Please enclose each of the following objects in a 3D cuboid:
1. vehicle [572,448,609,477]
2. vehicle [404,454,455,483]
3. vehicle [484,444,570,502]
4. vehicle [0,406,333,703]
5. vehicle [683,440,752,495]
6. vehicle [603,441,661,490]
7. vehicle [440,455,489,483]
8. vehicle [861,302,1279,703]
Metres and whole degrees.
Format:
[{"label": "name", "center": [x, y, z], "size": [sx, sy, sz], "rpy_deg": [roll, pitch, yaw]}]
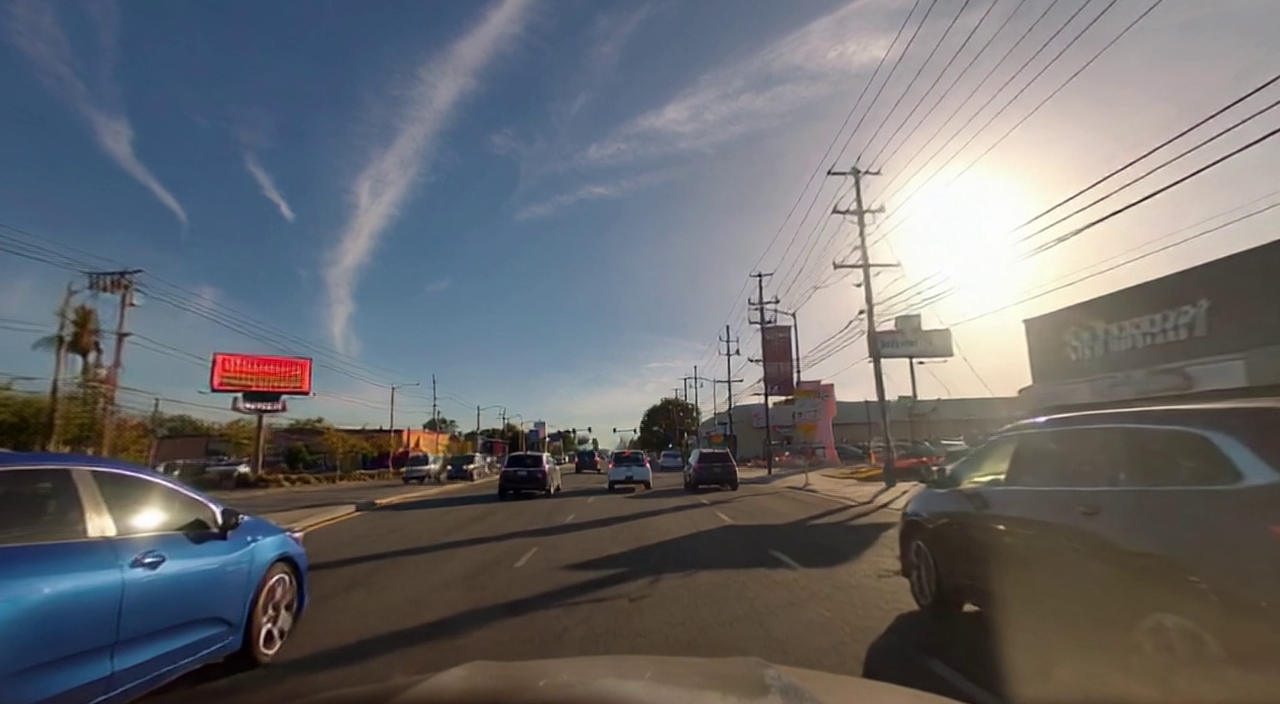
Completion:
[{"label": "vehicle", "center": [-3.631, 8.224, 47.401], "size": [2.405, 2.009, 5.909], "rpy_deg": [0, -8, -1]}, {"label": "vehicle", "center": [-15.188, 8.400, 45.912], "size": [2.086, 1.870, 4.979], "rpy_deg": [0, -8, -2]}, {"label": "vehicle", "center": [-3.514, 3.822, 20.423], "size": [2.051, 1.671, 3.861], "rpy_deg": [0, -8, 0]}, {"label": "vehicle", "center": [-3.255, 0.970, 2.342], "size": [2.022, 1.498, 4.471], "rpy_deg": [0, -8, -1]}, {"label": "vehicle", "center": [2.865, 4.340, 24.194], "size": [2.026, 1.904, 4.102], "rpy_deg": [0, -8, -1]}, {"label": "vehicle", "center": [-0.387, 4.855, 27.495], "size": [2.326, 1.925, 4.253], "rpy_deg": [0, -8, -1]}, {"label": "vehicle", "center": [-11.436, 7.627, 41.438], "size": [2.020, 1.633, 4.462], "rpy_deg": [0, -8, -2]}, {"label": "vehicle", "center": [3.431, 1.019, 3.891], "size": [2.282, 1.897, 4.915], "rpy_deg": [0, -9, -1]}]
